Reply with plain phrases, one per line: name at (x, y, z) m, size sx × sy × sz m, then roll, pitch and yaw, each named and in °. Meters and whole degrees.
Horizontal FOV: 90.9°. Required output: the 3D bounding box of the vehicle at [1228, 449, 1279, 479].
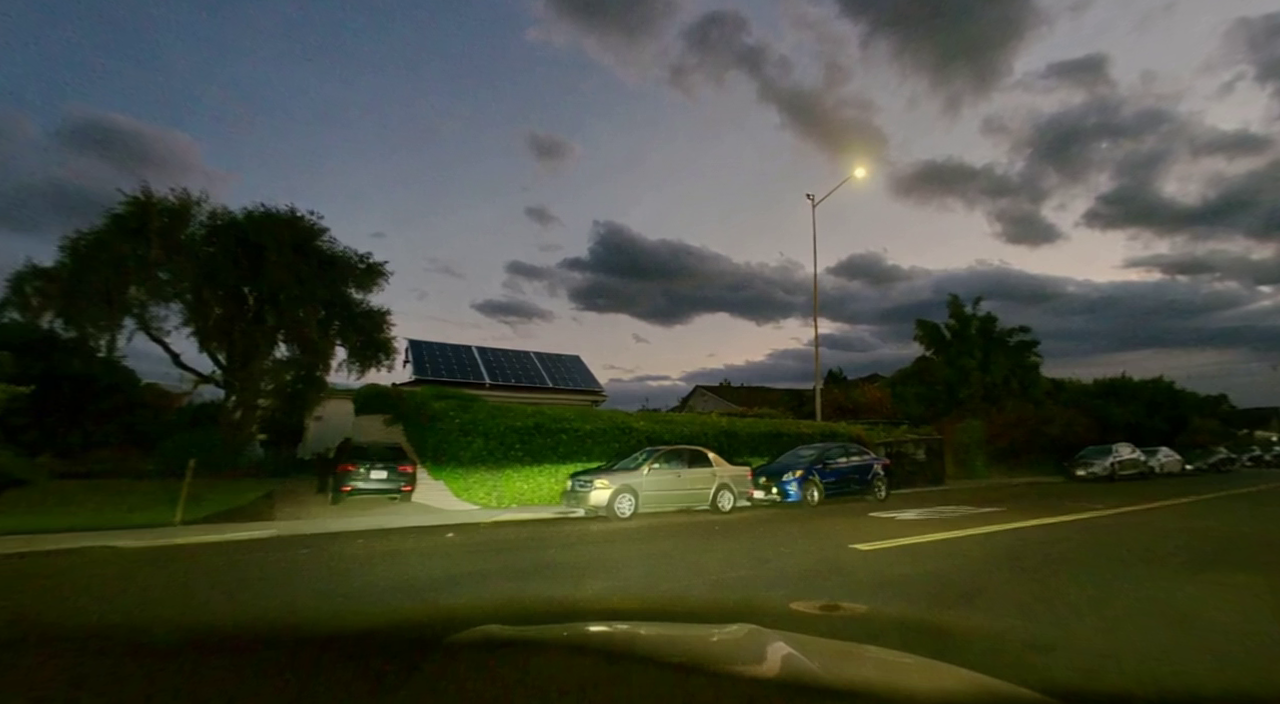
vehicle at (35.504, 6.351, 35.937) m, size 4.068 × 1.470 × 1.921 m, roll 5°, pitch -9°, yaw -35°

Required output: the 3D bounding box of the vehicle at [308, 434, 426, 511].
vehicle at (-6.250, 2.608, 14.233) m, size 1.876 × 1.476 × 3.484 m, roll 5°, pitch -9°, yaw -32°

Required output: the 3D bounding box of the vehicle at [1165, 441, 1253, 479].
vehicle at (27.019, 5.131, 29.880) m, size 4.483 × 1.563 × 1.818 m, roll 9°, pitch -12°, yaw -32°

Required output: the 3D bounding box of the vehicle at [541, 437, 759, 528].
vehicle at (0.264, 2.463, 12.211) m, size 3.838 × 1.488 × 1.805 m, roll 7°, pitch -11°, yaw -33°

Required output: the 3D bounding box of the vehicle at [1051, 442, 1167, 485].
vehicle at (17.705, 4.249, 23.722) m, size 4.676 × 1.472 × 1.901 m, roll 7°, pitch -14°, yaw -34°

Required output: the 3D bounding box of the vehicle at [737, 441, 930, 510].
vehicle at (4.717, 2.890, 15.164) m, size 4.601 × 1.406 × 1.848 m, roll 5°, pitch -11°, yaw -33°
